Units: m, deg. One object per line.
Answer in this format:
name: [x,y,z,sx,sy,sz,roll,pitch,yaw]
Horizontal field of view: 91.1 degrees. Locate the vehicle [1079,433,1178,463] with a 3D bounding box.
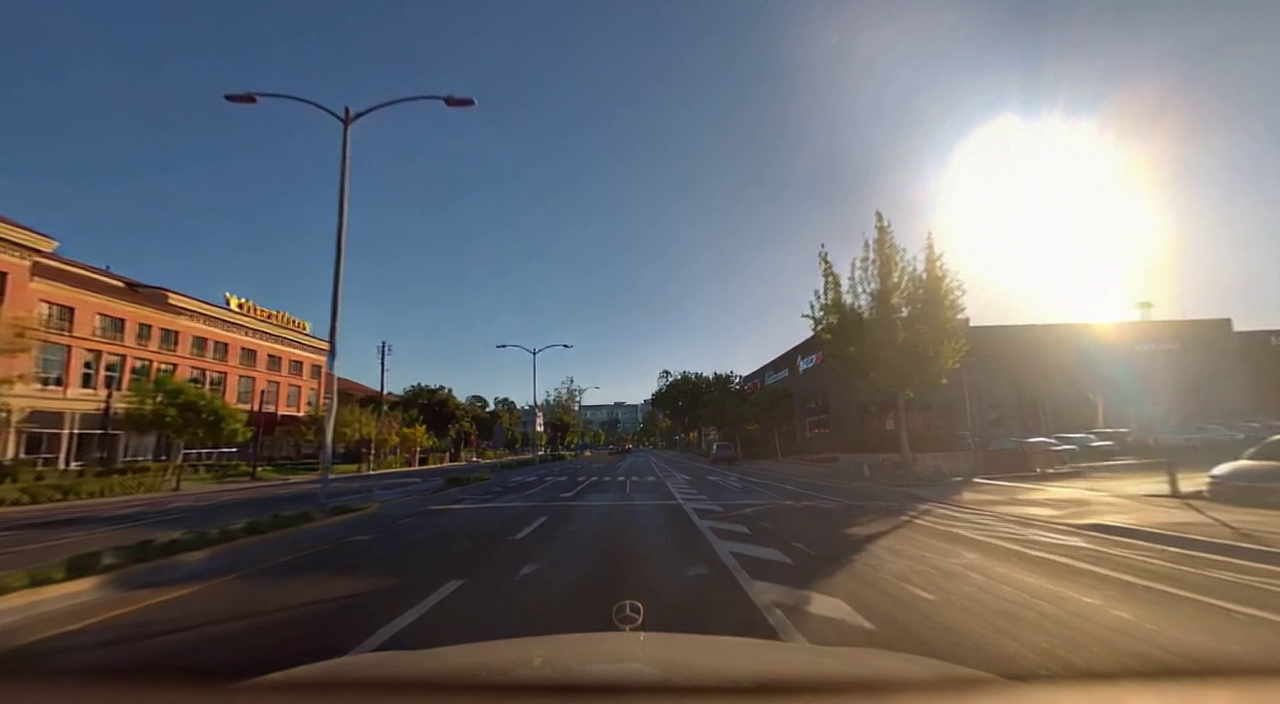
vehicle: [28.392,5.629,36.717,1.898,1.609,4.864,0,-9,0]

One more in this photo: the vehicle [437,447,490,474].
vehicle: [-12.168,7.499,43.662,2.082,1.712,5.122,0,-9,1]

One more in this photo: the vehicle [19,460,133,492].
vehicle: [-30.707,6.753,34.399,4.400,1.524,1.849,6,-11,-37]

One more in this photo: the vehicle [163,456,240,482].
vehicle: [-31.052,8.277,44.570,4.351,1.547,1.998,3,-11,-34]

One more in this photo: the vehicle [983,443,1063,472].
vehicle: [22.943,6.301,37.818,2.025,1.586,4.486,-1,-8,0]

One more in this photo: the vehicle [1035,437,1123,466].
vehicle: [25.833,5.874,37.141,1.908,1.617,4.452,0,-9,-2]
